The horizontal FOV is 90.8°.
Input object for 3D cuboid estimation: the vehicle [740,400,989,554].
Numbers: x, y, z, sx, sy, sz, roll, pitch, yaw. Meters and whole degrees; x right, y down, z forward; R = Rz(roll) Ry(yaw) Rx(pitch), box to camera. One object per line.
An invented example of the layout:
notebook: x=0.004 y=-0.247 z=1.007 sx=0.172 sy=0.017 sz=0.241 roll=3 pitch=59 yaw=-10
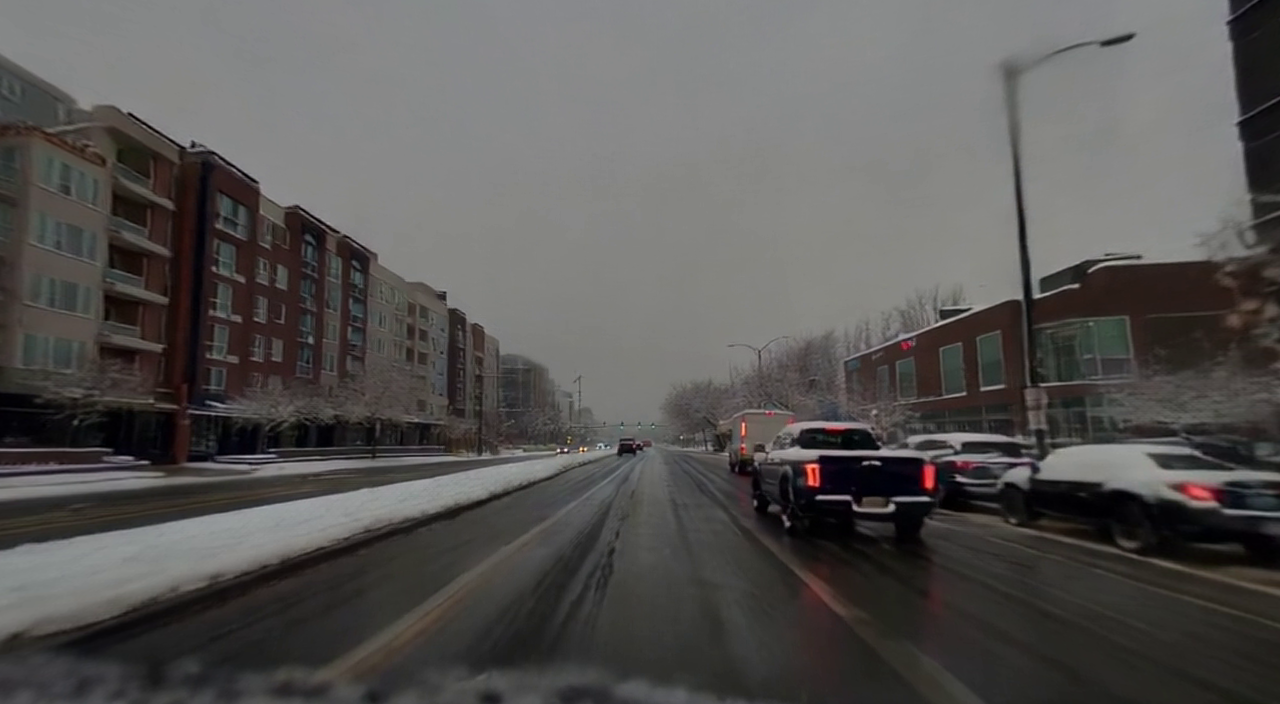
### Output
vehicle: x=3.013 y=1.829 z=9.971 sx=2.130 sy=1.787 sz=5.126 roll=0 pitch=-8 yaw=1

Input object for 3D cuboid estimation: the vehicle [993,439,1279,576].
vehicle: x=7.154 y=1.998 z=9.006 sx=1.795 sy=1.459 sz=4.333 roll=0 pitch=-8 yaw=1
